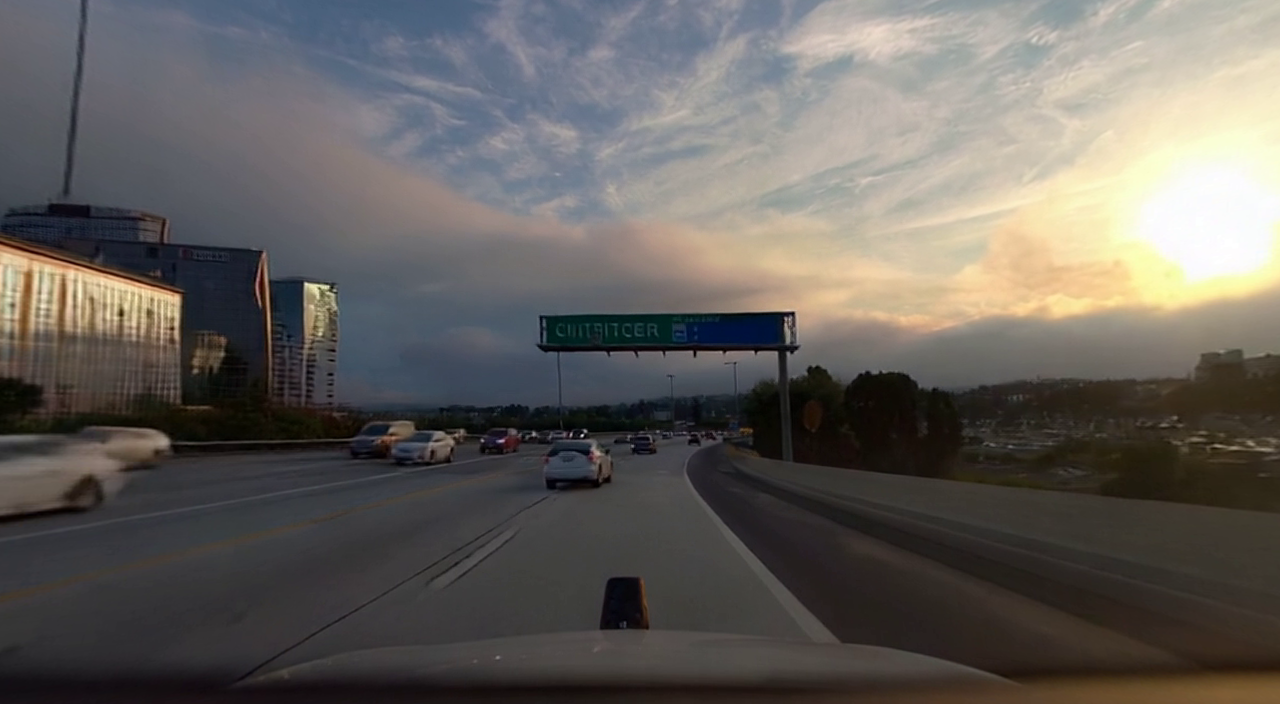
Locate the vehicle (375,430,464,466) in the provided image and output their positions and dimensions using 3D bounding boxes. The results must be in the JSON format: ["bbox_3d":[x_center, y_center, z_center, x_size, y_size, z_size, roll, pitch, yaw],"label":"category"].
[{"bbox_3d":[-9.827,4.336,28.570,2.097,1.484,4.621,-1,-8,4],"label":"vehicle"}]

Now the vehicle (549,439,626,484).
[{"bbox_3d":[-1.825,4.014,23.422,2.035,1.460,4.497,-1,-9,6],"label":"vehicle"}]

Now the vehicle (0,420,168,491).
[{"bbox_3d":[-14.370,2.517,15.577,1.862,1.493,4.393,-1,-8,2],"label":"vehicle"}]

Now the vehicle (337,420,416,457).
[{"bbox_3d":[-13.737,4.600,33.235,2.040,1.803,4.496,-1,-8,3],"label":"vehicle"}]

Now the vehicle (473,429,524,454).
[{"bbox_3d":[-9.280,5.931,41.854,1.943,1.536,4.656,-1,-8,5],"label":"vehicle"}]
